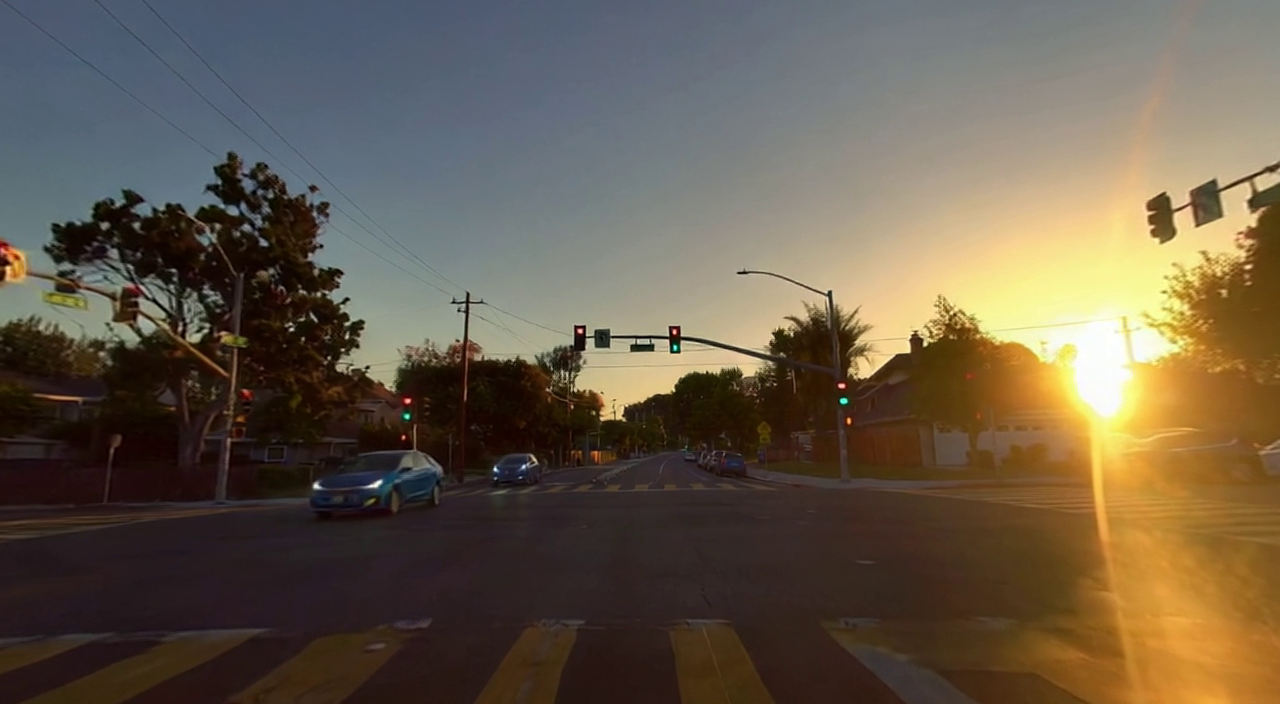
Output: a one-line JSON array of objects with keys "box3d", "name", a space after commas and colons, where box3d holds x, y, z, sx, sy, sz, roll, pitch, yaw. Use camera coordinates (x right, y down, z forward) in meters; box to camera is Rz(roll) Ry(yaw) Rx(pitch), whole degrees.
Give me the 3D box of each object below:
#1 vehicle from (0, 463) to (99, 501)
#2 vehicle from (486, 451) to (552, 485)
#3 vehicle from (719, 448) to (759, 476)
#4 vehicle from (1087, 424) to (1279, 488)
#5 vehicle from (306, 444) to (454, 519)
[{"box3d": [-30.197, 6.381, 31.266, 2.106, 1.586, 5.009, -1, -8, 4], "name": "vehicle"}, {"box3d": [-6.199, 6.018, 33.143, 2.270, 1.605, 4.958, 0, -8, 3], "name": "vehicle"}, {"box3d": [6.088, 6.781, 39.257, 1.891, 1.611, 4.269, 0, -8, 1], "name": "vehicle"}, {"box3d": [15.975, 2.985, 18.224, 4.452, 1.711, 2.186, 0, -8, 1], "name": "vehicle"}, {"box3d": [-6.580, 3.288, 16.616, 1.982, 1.686, 4.195, 0, -8, 2], "name": "vehicle"}]
